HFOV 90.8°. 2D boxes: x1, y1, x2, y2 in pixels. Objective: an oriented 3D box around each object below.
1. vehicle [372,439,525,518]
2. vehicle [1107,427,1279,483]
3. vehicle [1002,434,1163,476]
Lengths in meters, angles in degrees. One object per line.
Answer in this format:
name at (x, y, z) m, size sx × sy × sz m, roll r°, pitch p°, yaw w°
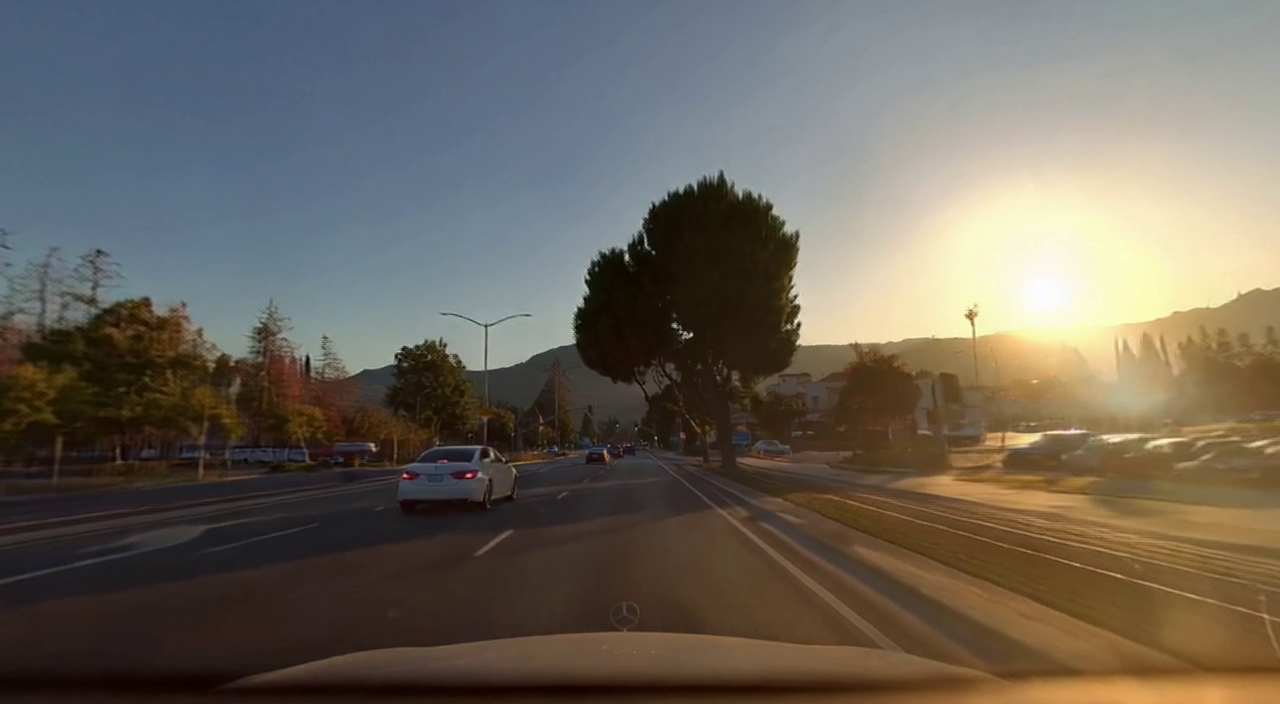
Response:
vehicle at (-4.009, 2.709, 14.134) m, size 2.003 × 1.454 × 4.484 m, roll 0°, pitch -9°, yaw 0°
vehicle at (16.084, 2.899, 17.869) m, size 4.197 × 1.466 × 1.930 m, roll 0°, pitch -9°, yaw -2°
vehicle at (16.266, 3.810, 23.427) m, size 4.429 × 1.459 × 1.967 m, roll 0°, pitch -9°, yaw 2°
